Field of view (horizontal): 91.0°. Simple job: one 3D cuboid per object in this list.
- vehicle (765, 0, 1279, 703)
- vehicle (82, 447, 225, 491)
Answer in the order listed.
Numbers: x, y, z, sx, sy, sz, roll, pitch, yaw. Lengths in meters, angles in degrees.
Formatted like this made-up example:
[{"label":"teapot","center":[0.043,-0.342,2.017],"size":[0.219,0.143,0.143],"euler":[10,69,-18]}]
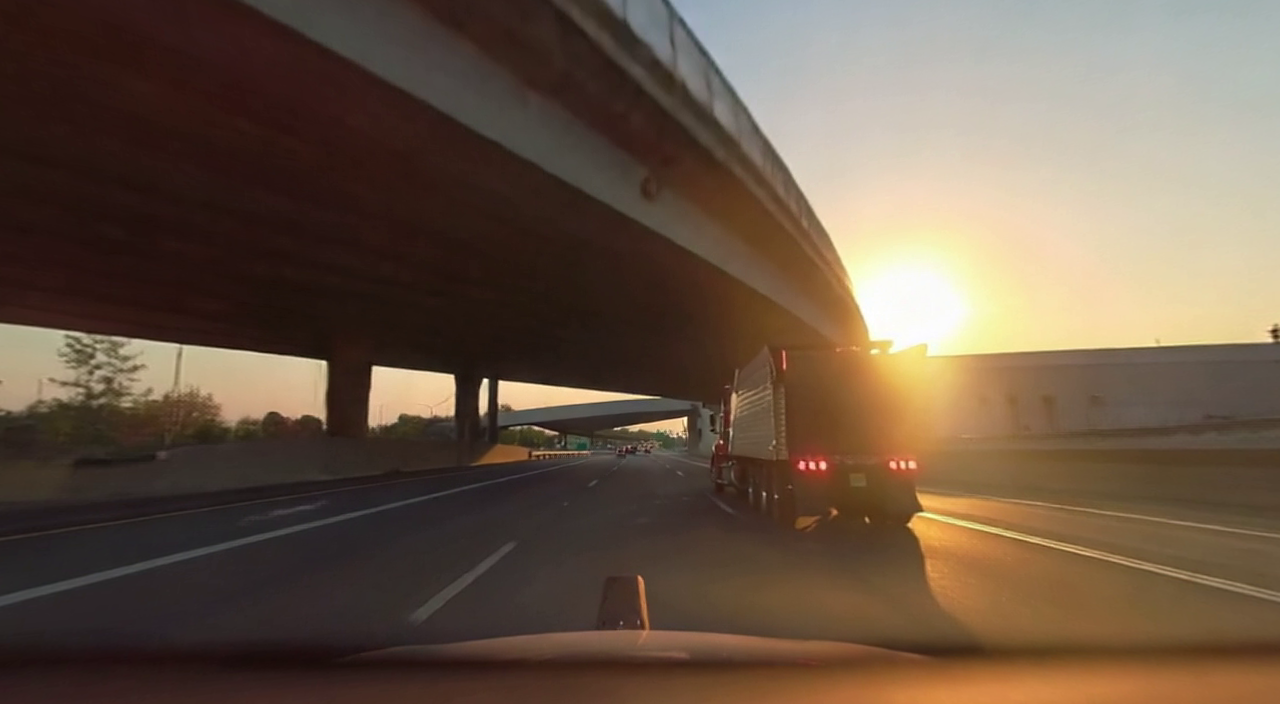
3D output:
[{"label":"vehicle","center":[3.786,-0.163,3.850],"size":[2.949,4.149,16.046],"euler":[0,-9,1]},{"label":"vehicle","center":[-18.894,4.538,24.780],"size":[1.961,1.550,4.440],"euler":[0,-9,2]}]
